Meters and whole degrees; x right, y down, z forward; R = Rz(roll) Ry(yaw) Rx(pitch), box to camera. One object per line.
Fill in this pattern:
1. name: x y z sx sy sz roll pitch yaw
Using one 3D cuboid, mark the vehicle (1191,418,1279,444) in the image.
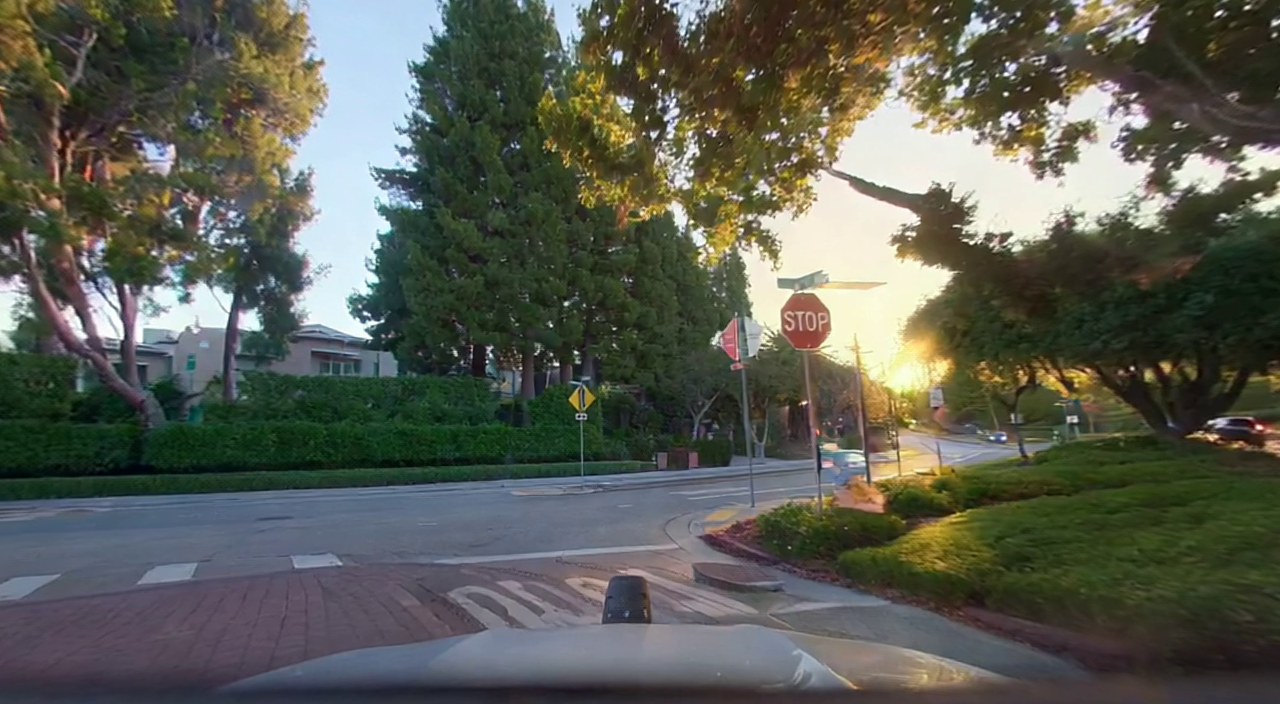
1. vehicle: 42.754 5.626 44.763 5.199 1.776 1.986 -1 -8 3
